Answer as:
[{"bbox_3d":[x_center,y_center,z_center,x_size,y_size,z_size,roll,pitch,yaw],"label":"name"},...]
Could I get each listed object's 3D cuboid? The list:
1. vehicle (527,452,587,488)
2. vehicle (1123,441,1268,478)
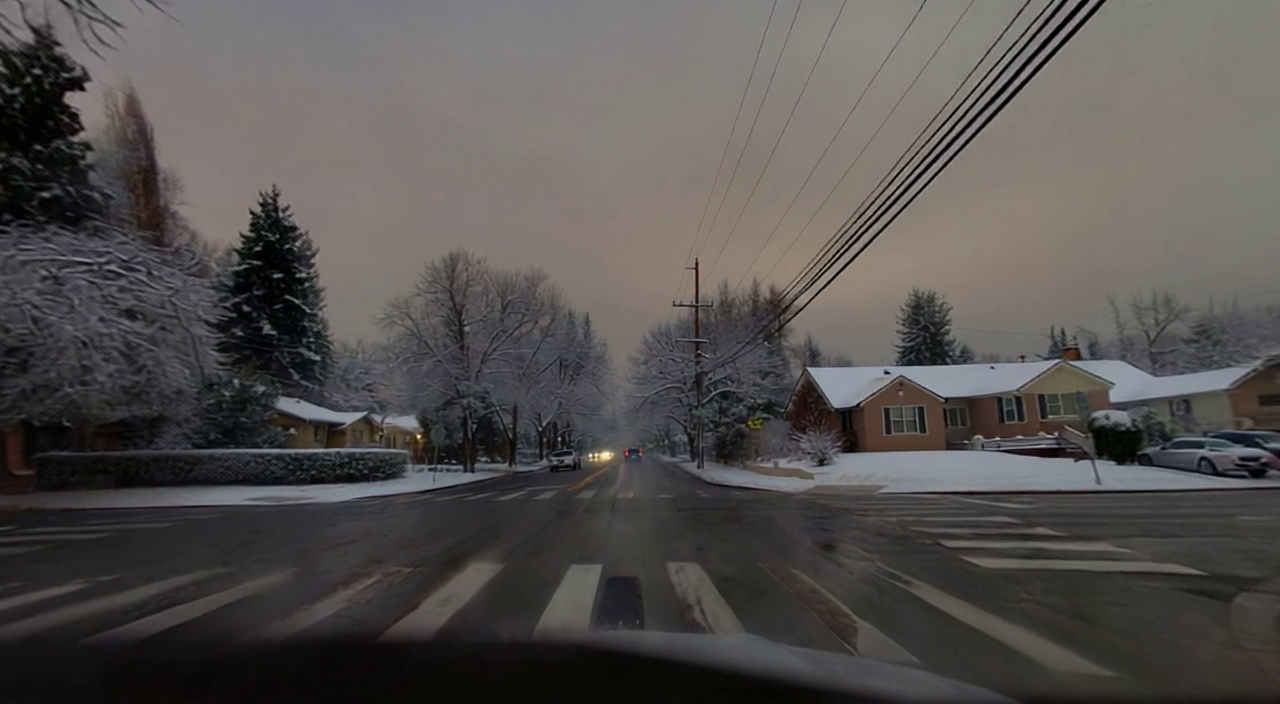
[{"bbox_3d":[-3.645,5.250,28.441,2.102,1.463,4.024,0,-9,1],"label":"vehicle"},{"bbox_3d":[23.397,4.535,26.911,1.841,1.448,4.688,0,-9,-1],"label":"vehicle"}]
